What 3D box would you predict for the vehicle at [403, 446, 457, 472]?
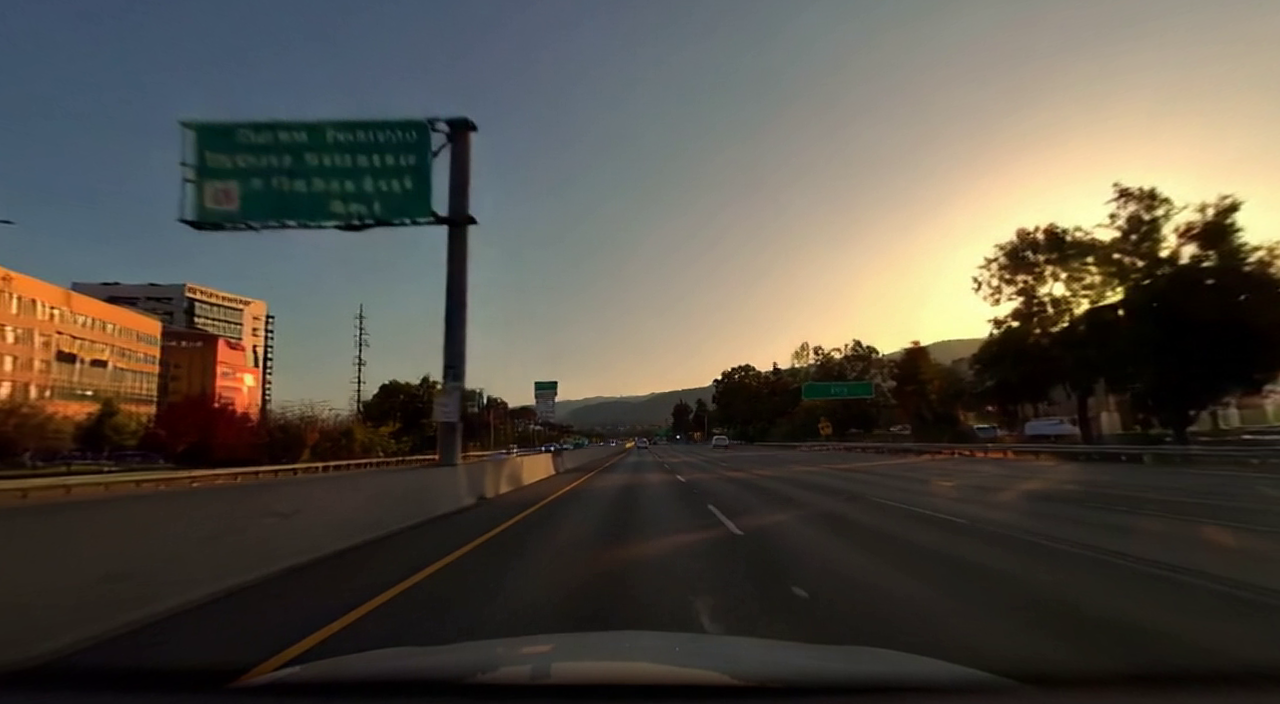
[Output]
[{"bbox_3d":[-14.641,7.448,44.308,2.038,1.700,4.840,0,-8,1],"label":"vehicle"}]
